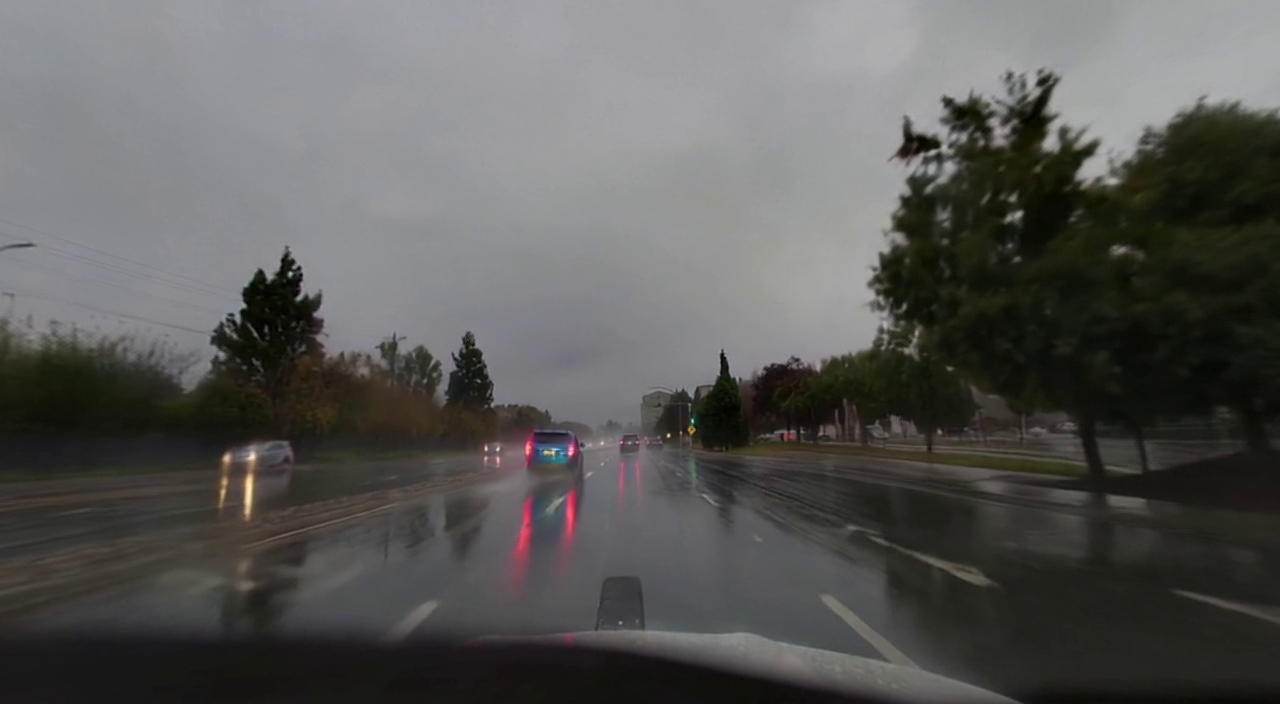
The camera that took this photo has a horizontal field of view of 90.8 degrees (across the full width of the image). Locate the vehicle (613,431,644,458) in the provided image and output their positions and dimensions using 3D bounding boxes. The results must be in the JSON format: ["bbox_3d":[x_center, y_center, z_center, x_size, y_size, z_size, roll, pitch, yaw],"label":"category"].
[{"bbox_3d":[-0.847,6.576,44.871,2.077,1.773,4.257,0,-9,-1],"label":"vehicle"}]

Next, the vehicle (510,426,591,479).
[{"bbox_3d":[-3.059,3.567,22.560,2.174,1.703,4.231,0,-9,2],"label":"vehicle"}]

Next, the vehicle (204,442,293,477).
[{"bbox_3d":[-19.782,5.428,32.160,1.902,1.625,4.095,0,-9,0],"label":"vehicle"}]
